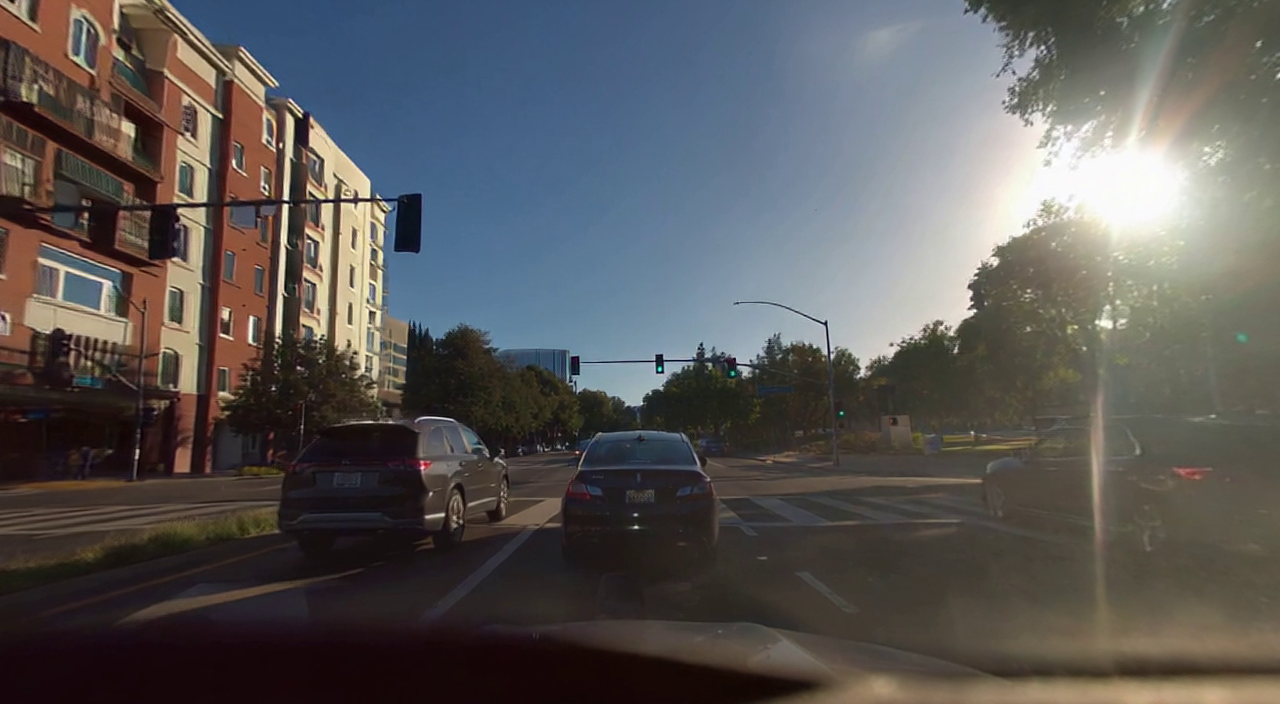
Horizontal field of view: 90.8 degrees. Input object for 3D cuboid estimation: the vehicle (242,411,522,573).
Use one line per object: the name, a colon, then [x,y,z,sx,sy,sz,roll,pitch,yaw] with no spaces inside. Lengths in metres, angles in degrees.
vehicle: [-3.184,1.825,9.036,2.081,1.719,4.434,0,-8,0]

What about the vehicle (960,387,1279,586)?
vehicle: [6.750,1.631,8.537,2.079,1.828,5.323,0,-8,0]

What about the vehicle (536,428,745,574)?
vehicle: [0.019,1.855,8.628,2.190,1.522,3.850,0,-8,0]
